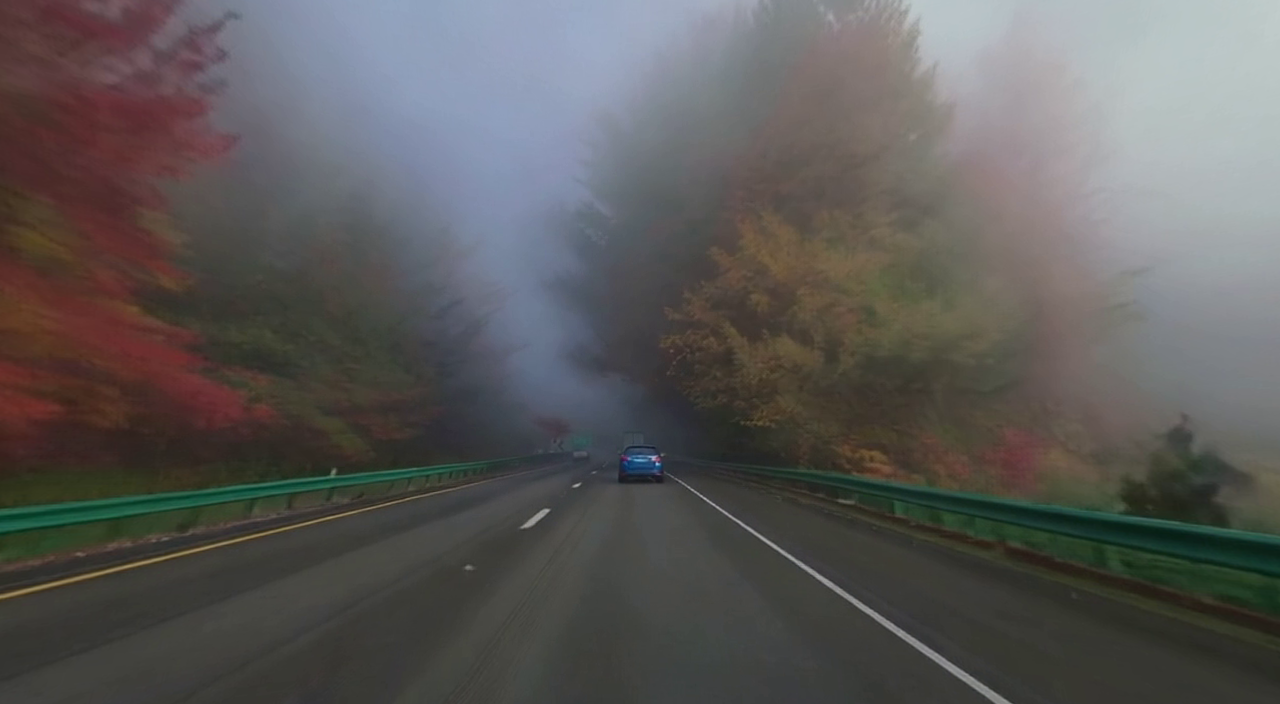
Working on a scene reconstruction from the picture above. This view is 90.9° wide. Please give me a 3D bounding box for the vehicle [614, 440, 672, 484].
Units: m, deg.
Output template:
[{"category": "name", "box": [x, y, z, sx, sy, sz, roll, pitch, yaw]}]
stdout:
[{"category": "vehicle", "box": [0.053, 4.175, 24.288, 2.057, 1.516, 4.065, 0, -8, -2]}]
